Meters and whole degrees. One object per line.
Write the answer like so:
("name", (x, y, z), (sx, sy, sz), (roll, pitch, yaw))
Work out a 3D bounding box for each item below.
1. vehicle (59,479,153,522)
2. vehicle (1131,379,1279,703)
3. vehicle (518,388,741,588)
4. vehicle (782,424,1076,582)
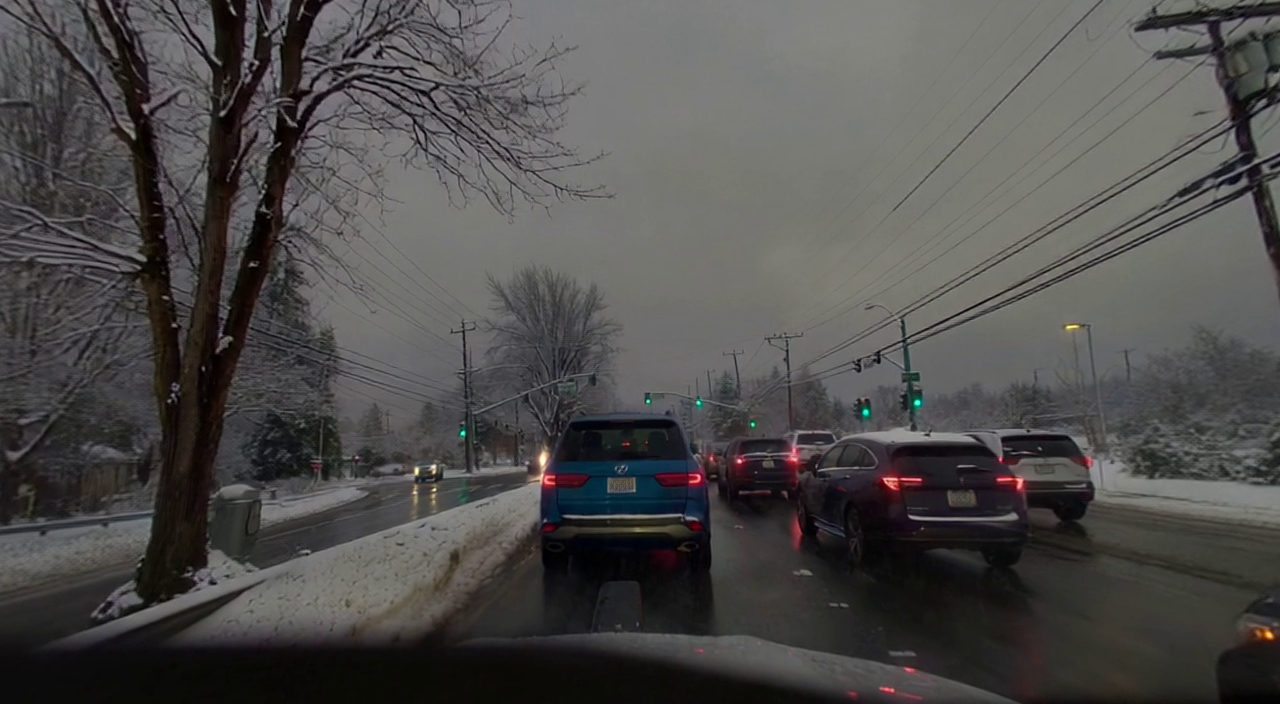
("vehicle", (-26.361, 7.334, 31.190), (4.526, 1.715, 1.989), (-11, -13, 29))
("vehicle", (3.274, 0.628, 0.747), (1.889, 1.517, 4.308), (0, -9, 0))
("vehicle", (-0.135, 1.689, 8.582), (2.231, 1.998, 4.254), (0, -9, -1))
("vehicle", (3.436, 1.865, 8.670), (1.880, 1.579, 4.401), (0, -9, -1))
